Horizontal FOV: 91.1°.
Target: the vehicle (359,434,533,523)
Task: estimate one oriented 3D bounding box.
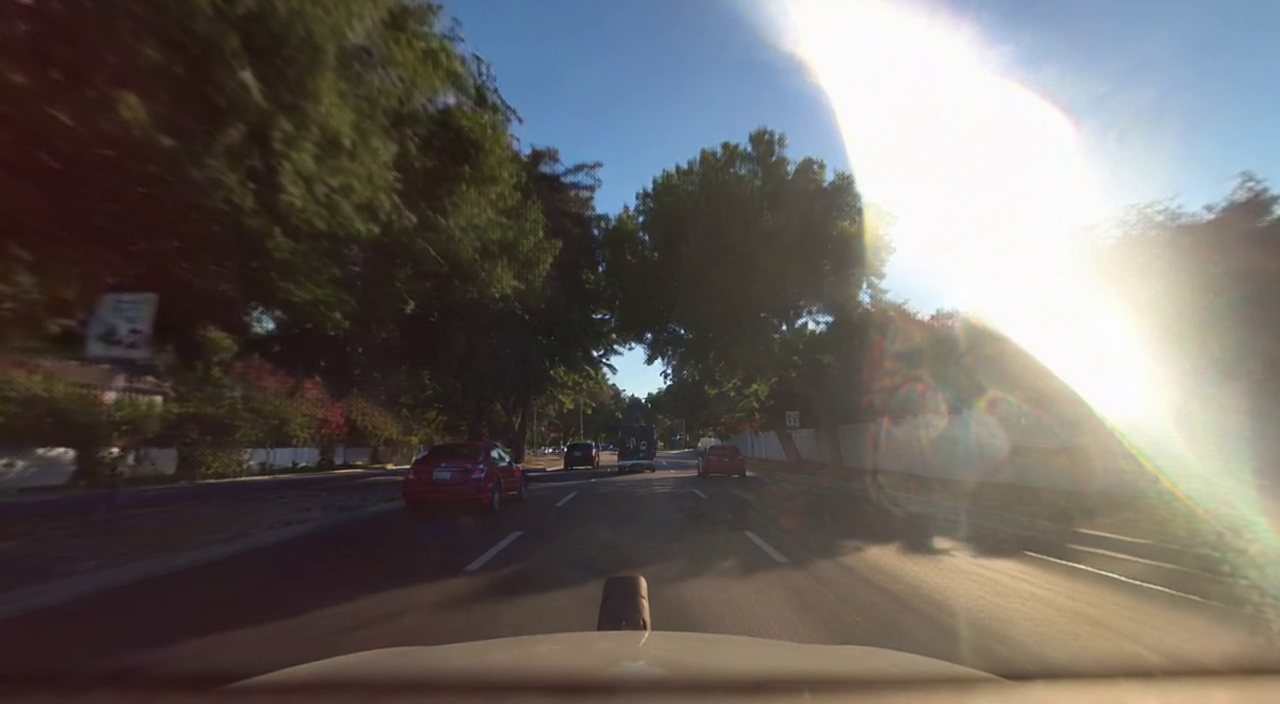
[{"bbox_3d":[-3.682,2.486,12.997,2.036,1.474,4.647,0,-8,1],"label":"vehicle"}]

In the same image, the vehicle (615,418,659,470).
[{"bbox_3d":[-0.153,5.290,36.010,2.311,2.726,5.814,0,-8,0],"label":"vehicle"}]

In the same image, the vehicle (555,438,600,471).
[{"bbox_3d":[-3.468,5.784,35.590,2.021,1.715,4.329,0,-8,1],"label":"vehicle"}]

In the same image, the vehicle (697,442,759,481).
[{"bbox_3d":[3.576,4.514,26.298,1.945,1.469,4.258,0,-8,0],"label":"vehicle"}]
